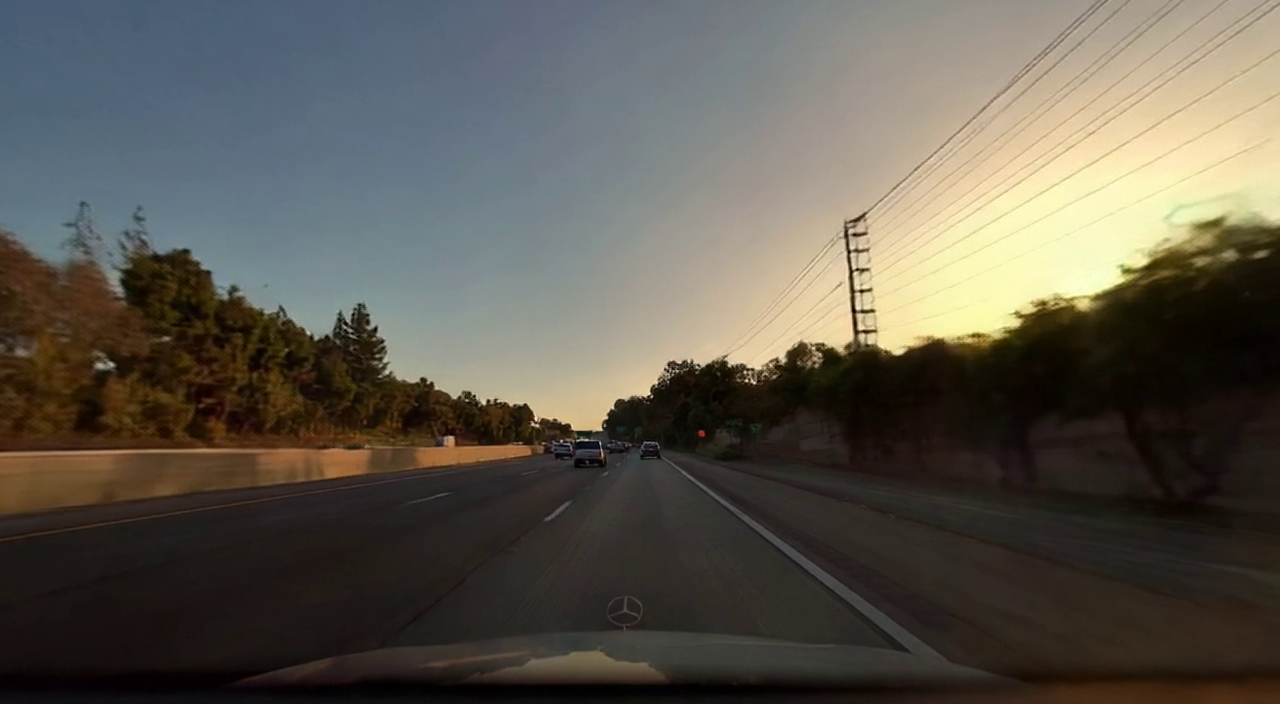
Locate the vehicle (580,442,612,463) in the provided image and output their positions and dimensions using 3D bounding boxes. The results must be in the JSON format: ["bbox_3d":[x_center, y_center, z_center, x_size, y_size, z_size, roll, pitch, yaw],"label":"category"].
[{"bbox_3d":[-3.240,7.480,46.943,2.046,1.478,4.111,0,-8,0],"label":"vehicle"}]

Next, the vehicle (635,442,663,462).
[{"bbox_3d":[0.656,7.698,48.577,2.057,1.453,3.926,0,-8,0],"label":"vehicle"}]
